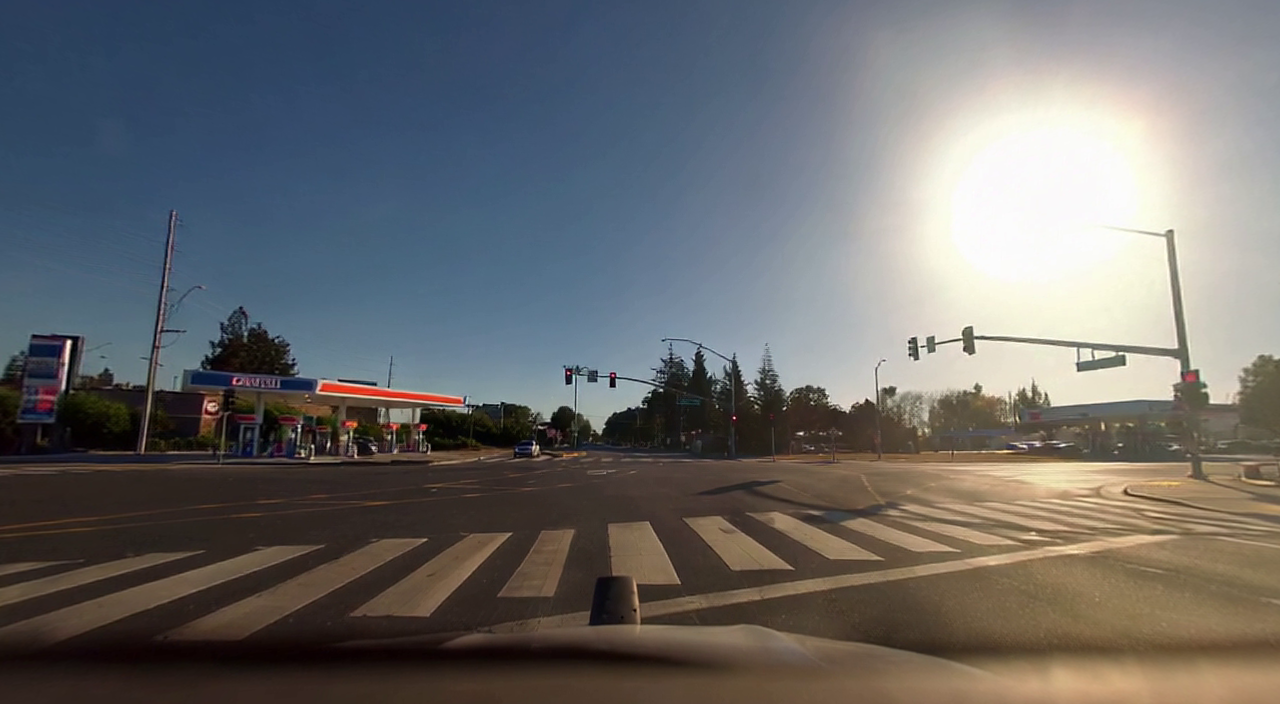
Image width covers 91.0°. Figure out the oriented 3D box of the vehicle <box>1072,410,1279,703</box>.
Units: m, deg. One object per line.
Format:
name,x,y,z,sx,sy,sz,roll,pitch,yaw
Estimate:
vehicle,3.312,0.749,1.035,2.023,1.437,4.477,0,-8,0
